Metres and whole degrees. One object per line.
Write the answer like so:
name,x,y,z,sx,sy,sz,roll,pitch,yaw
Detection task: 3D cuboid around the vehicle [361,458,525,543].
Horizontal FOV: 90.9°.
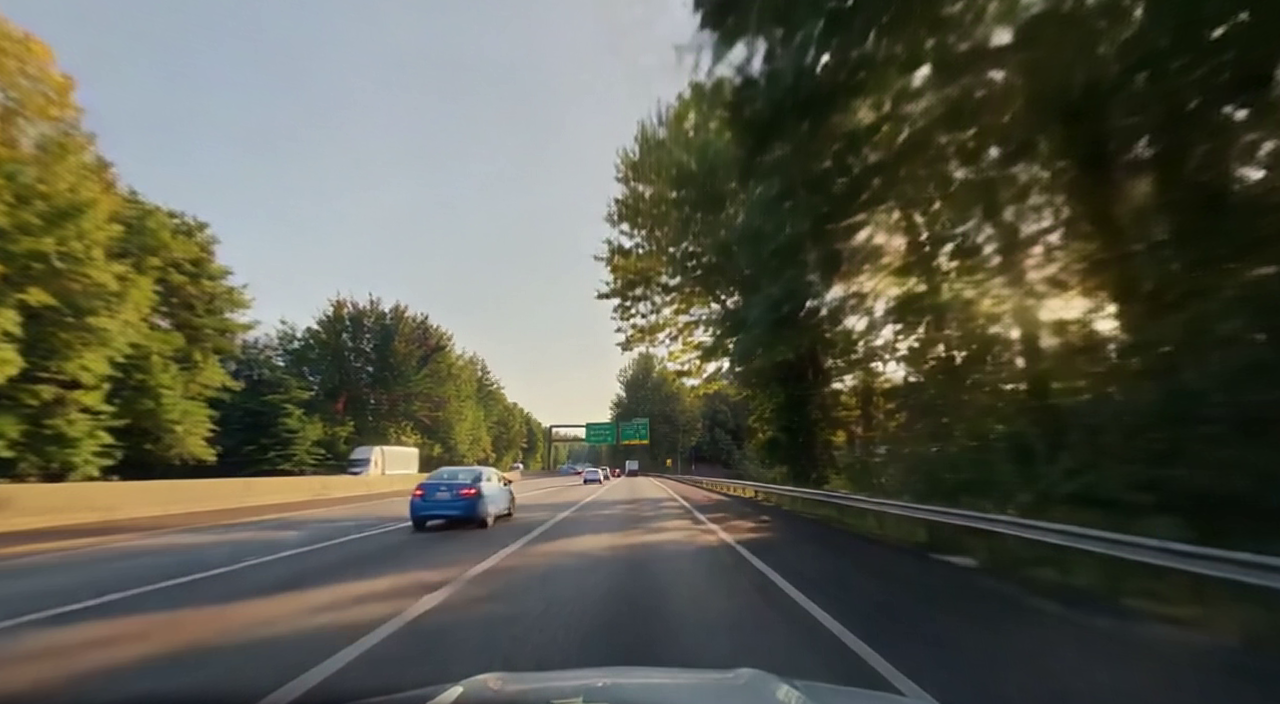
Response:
vehicle,-3.943,3.081,13.561,1.995,1.467,4.467,1,-10,1

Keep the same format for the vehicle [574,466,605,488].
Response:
vehicle,-3.680,9.241,46.662,1.954,1.509,4.094,1,-11,0
